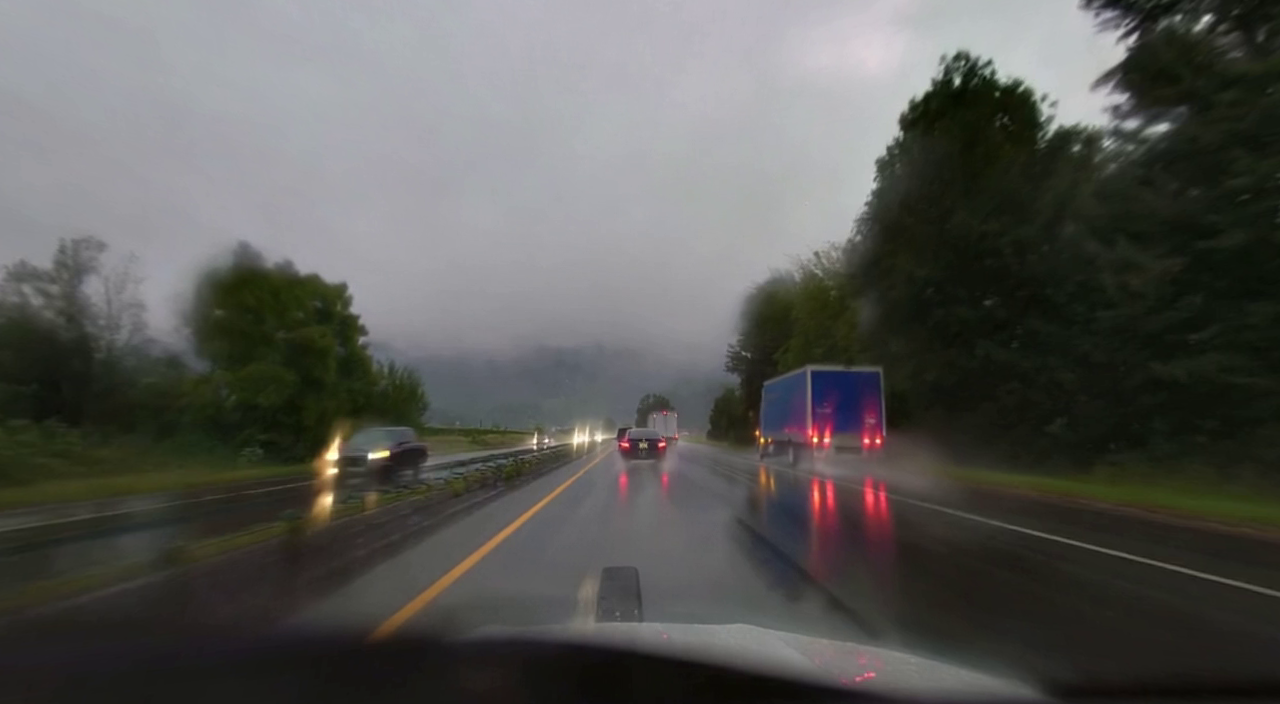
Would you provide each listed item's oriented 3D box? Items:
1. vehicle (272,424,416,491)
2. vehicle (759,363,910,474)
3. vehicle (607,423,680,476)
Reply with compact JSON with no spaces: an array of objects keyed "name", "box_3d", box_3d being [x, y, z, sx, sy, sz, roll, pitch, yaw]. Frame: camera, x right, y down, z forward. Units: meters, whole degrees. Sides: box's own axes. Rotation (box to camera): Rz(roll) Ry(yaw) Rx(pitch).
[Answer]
[{"name":"vehicle","box_3d":[-7.871,2.820,17.210,1.905,1.577,4.136,0,-8,0]},{"name":"vehicle","box_3d":[7.237,2.782,25.167,3.010,3.638,8.978,0,-8,-1]},{"name":"vehicle","box_3d":[0.090,3.271,21.417,2.216,1.623,4.220,0,-8,-1]}]
